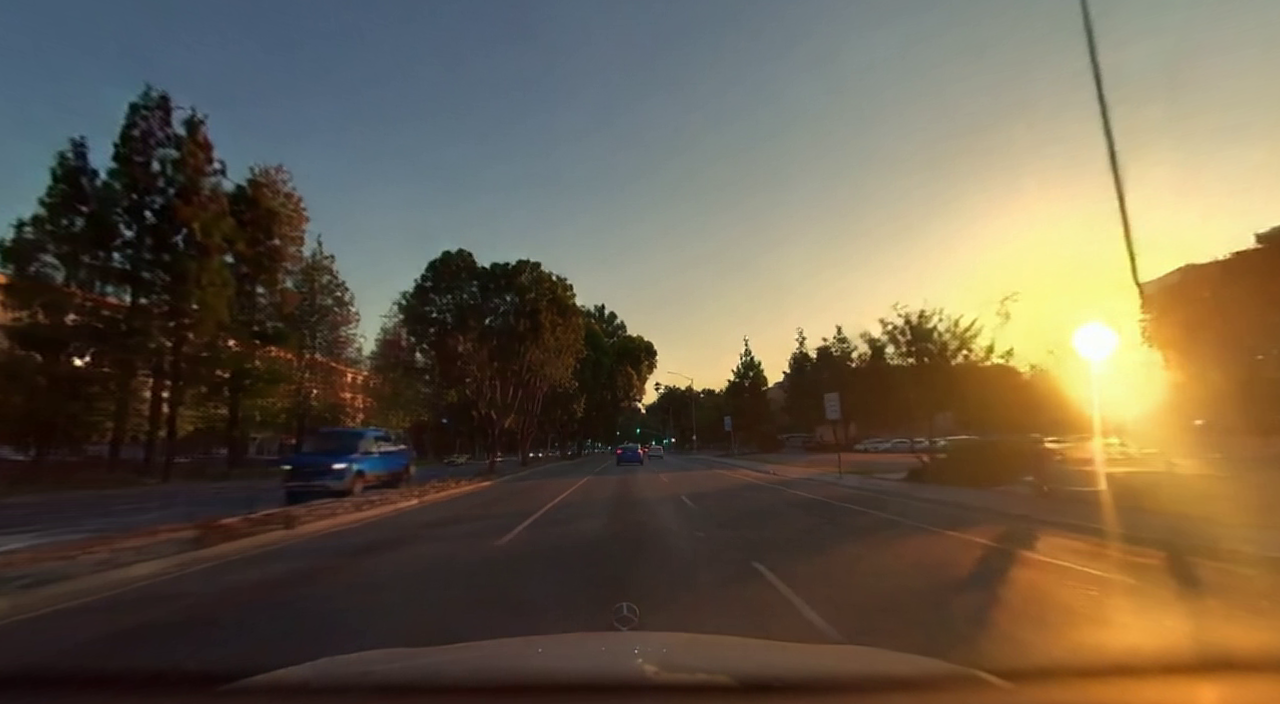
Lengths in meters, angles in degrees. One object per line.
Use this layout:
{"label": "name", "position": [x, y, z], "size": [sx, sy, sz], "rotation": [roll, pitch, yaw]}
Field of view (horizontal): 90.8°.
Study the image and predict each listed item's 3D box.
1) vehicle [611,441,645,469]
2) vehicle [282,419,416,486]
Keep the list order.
{"label": "vehicle", "position": [-0.796, 6.871, 42.290], "size": [2.174, 1.703, 4.231], "rotation": [0, -9, 0]}
{"label": "vehicle", "position": [-14.948, 5.283, 33.459], "size": [2.941, 3.068, 8.587], "rotation": [0, -9, 1]}
